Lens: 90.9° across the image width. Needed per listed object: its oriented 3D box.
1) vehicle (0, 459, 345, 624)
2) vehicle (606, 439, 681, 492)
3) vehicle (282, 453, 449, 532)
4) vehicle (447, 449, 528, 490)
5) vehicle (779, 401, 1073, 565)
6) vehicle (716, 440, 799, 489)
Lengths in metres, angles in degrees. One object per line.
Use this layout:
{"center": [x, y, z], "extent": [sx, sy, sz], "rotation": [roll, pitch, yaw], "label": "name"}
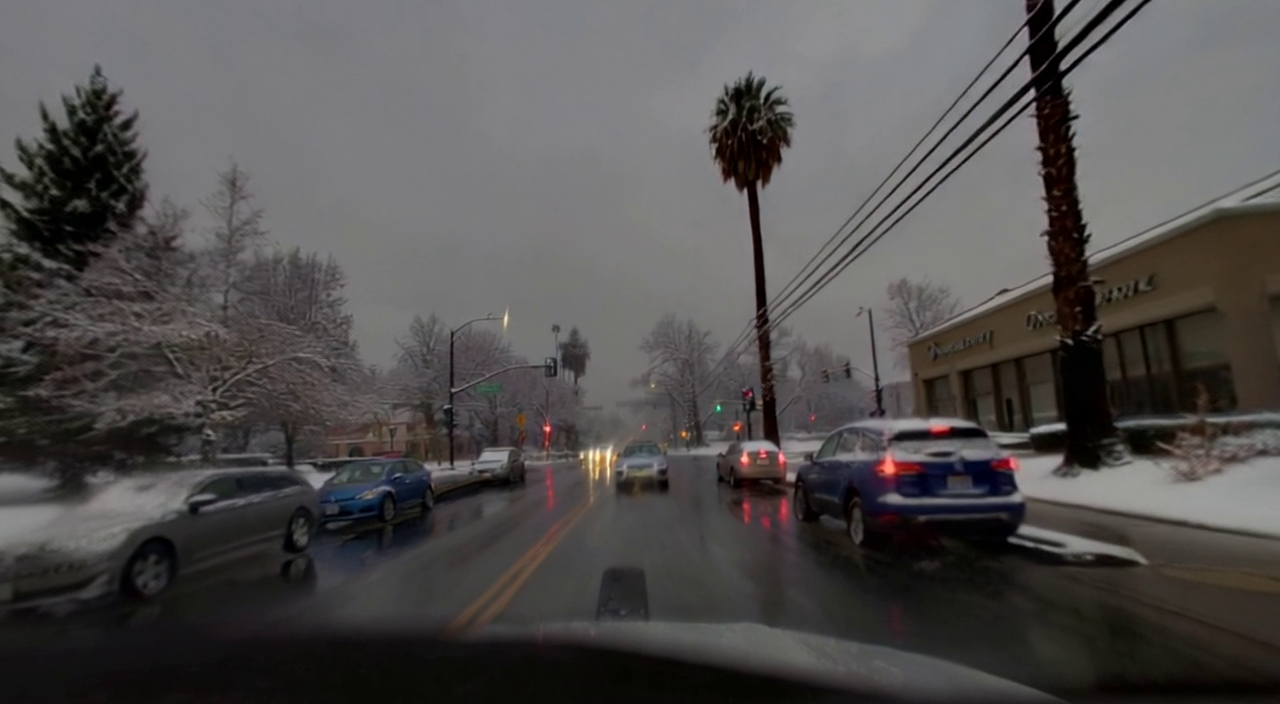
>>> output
{"center": [-6.118, 2.250, 8.539], "extent": [1.874, 1.472, 4.668], "rotation": [0, -8, 2], "label": "vehicle"}
{"center": [0.081, 3.436, 19.483], "extent": [2.060, 1.452, 4.078], "rotation": [0, -8, 0], "label": "vehicle"}
{"center": [-6.118, 3.139, 14.737], "extent": [1.850, 1.482, 4.454], "rotation": [0, -8, 1], "label": "vehicle"}
{"center": [-6.184, 4.791, 26.171], "extent": [2.105, 1.469, 4.693], "rotation": [0, -8, 1], "label": "vehicle"}
{"center": [3.717, 1.825, 9.591], "extent": [2.099, 1.786, 5.198], "rotation": [0, -8, 1], "label": "vehicle"}
{"center": [3.701, 3.607, 20.608], "extent": [1.821, 1.417, 4.454], "rotation": [0, -8, 0], "label": "vehicle"}
